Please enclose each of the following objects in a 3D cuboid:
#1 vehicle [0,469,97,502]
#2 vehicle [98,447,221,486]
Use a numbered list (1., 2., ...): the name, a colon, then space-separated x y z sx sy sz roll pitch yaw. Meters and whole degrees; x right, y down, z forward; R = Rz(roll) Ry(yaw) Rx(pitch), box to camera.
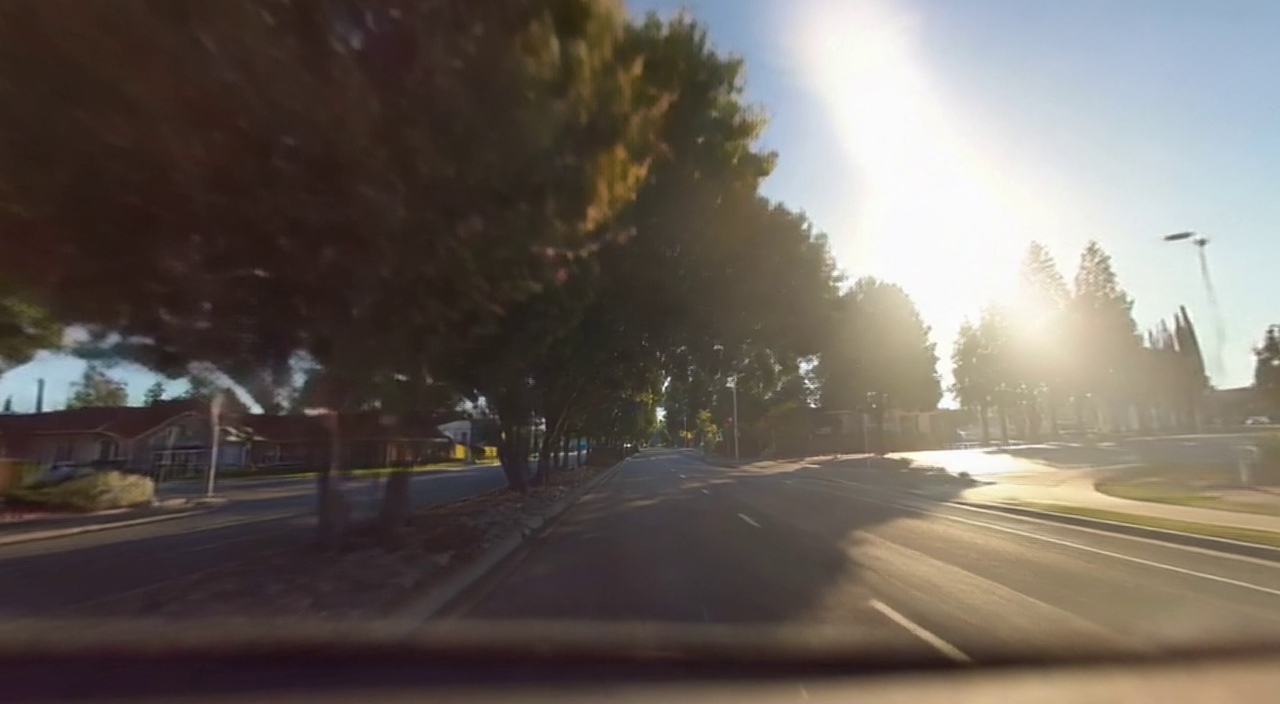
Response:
1. vehicle: -29.003 6.374 30.273 4.279 1.437 1.872 -1 -8 2
2. vehicle: -30.613 7.281 40.417 5.937 2.345 2.252 0 -8 -1
